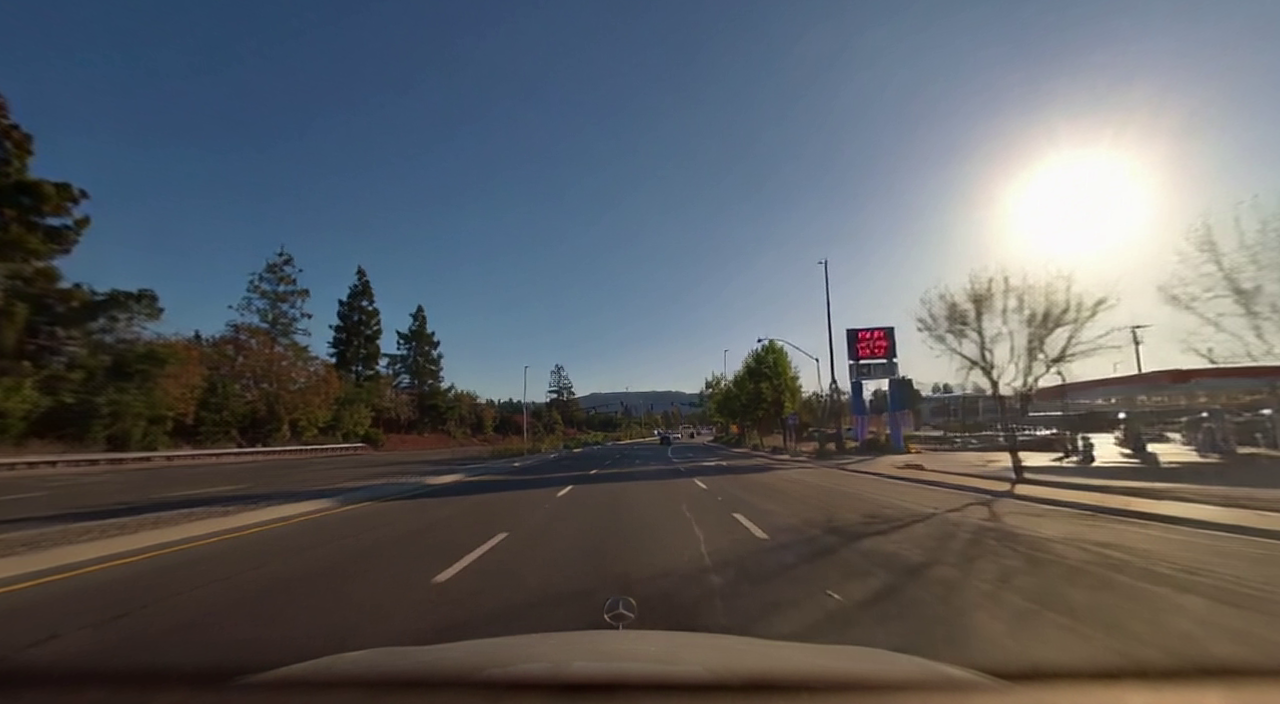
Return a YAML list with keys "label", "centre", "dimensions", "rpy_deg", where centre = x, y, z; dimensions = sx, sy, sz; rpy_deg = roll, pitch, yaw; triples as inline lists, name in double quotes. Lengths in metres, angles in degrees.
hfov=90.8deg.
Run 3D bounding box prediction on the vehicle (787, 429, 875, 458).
- label: "vehicle"
  centre: [10.979, 5.281, 36.551]
  dimensions: [4.476, 1.629, 1.953]
  rpy_deg: [0, -8, -1]
